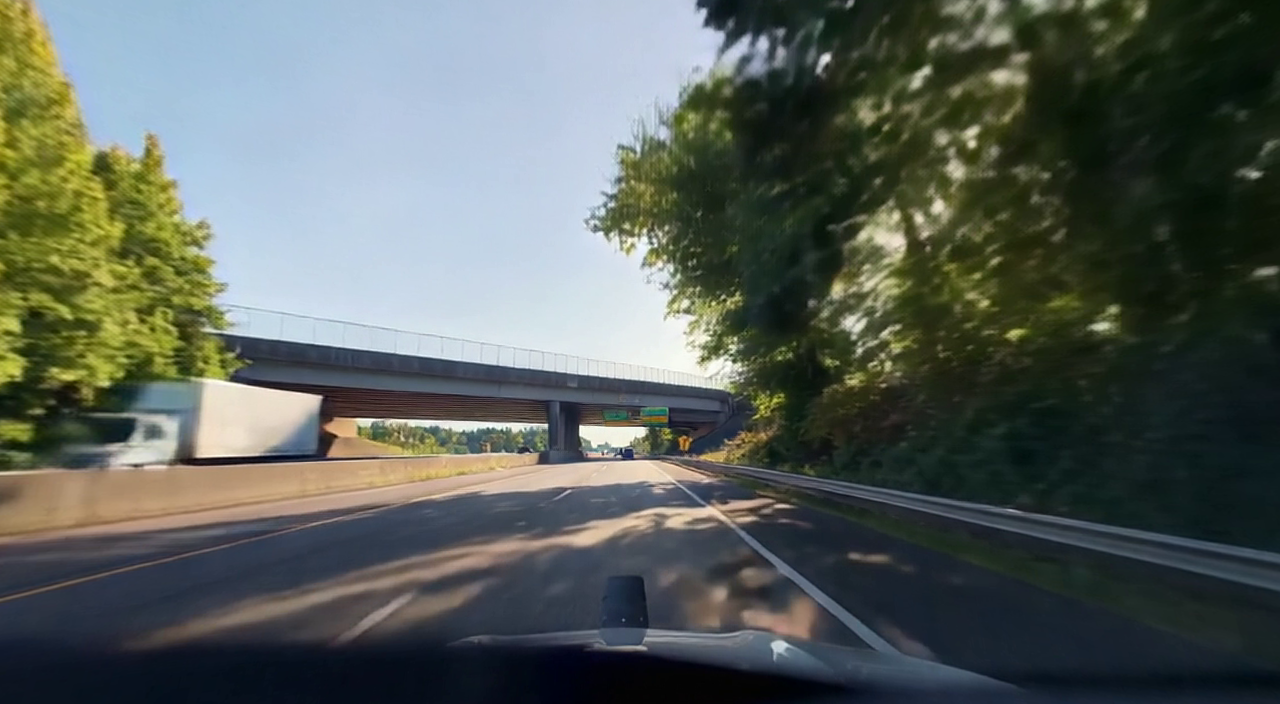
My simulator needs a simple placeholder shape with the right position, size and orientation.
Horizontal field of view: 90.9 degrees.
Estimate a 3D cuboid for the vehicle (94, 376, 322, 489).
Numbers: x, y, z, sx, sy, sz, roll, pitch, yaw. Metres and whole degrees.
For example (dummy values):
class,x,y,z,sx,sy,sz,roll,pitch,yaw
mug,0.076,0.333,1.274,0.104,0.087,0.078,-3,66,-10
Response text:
class,x,y,z,sx,sy,sz,roll,pitch,yaw
vehicle,-16.508,3.320,25.210,3.181,3.724,8.274,0,-9,0
